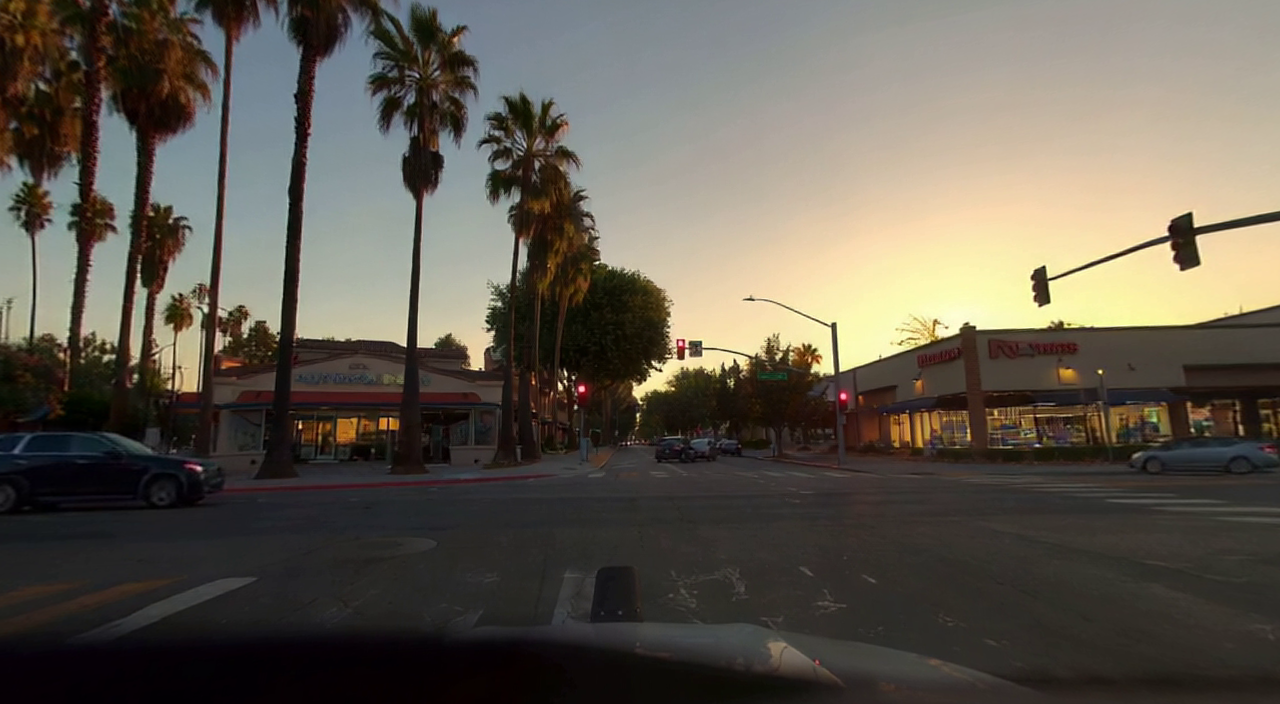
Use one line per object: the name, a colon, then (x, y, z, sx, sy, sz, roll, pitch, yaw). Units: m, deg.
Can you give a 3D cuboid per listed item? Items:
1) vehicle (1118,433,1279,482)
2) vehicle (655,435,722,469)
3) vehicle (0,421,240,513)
vehicle: (21.648, 4.015, 24.126, 4.722, 1.717, 2.000, -2, -9, 15)
vehicle: (2.639, 5.256, 33.273, 1.999, 1.653, 4.603, -4, -9, 25)
vehicle: (-13.093, 2.664, 14.850, 5.619, 1.951, 2.321, 0, -8, -3)
